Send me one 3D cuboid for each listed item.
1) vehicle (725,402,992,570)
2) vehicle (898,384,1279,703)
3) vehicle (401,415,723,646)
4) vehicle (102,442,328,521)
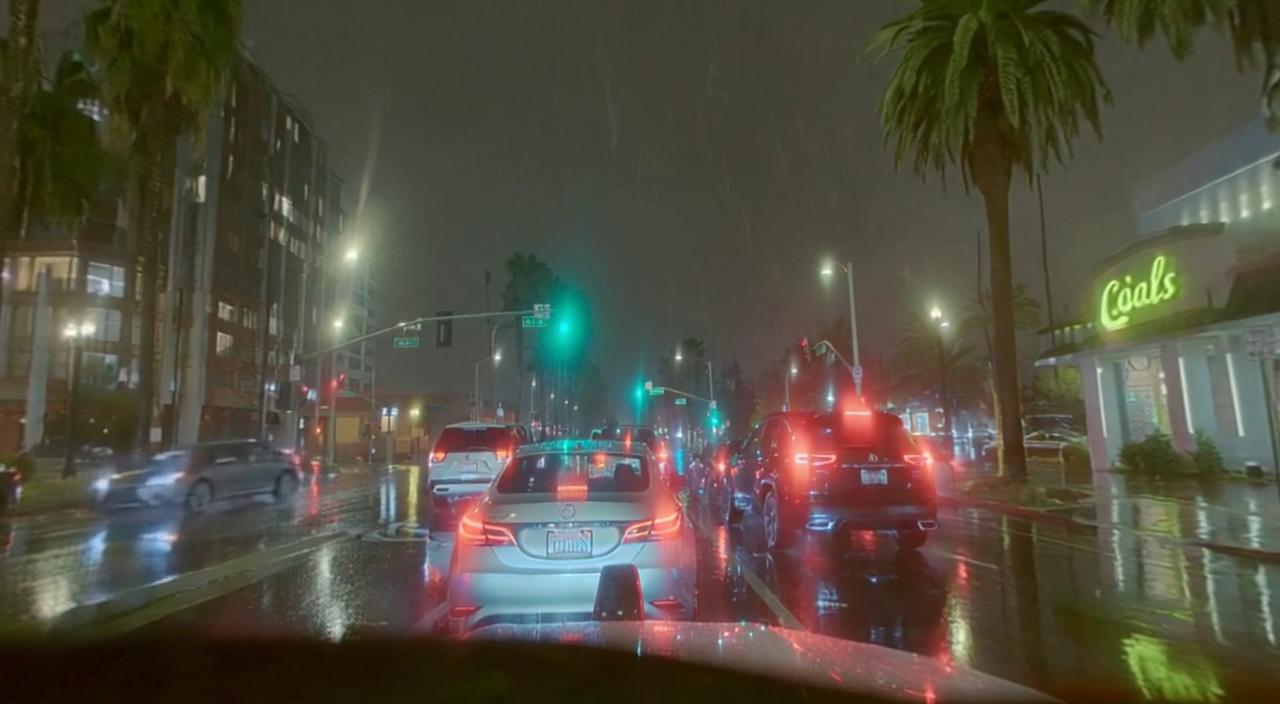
[{"bbox_3d":[2.633,1.763,9.026,2.096,1.775,4.440,0,-9,-2],"label":"vehicle"},{"bbox_3d":[2.612,0.809,1.478,2.085,1.469,4.458,0,-9,-1],"label":"vehicle"},{"bbox_3d":[-0.513,1.472,6.230,2.096,1.492,4.071,0,-9,0],"label":"vehicle"},{"bbox_3d":[-9.004,2.739,14.002,1.949,1.442,4.502,0,-9,-2],"label":"vehicle"}]
